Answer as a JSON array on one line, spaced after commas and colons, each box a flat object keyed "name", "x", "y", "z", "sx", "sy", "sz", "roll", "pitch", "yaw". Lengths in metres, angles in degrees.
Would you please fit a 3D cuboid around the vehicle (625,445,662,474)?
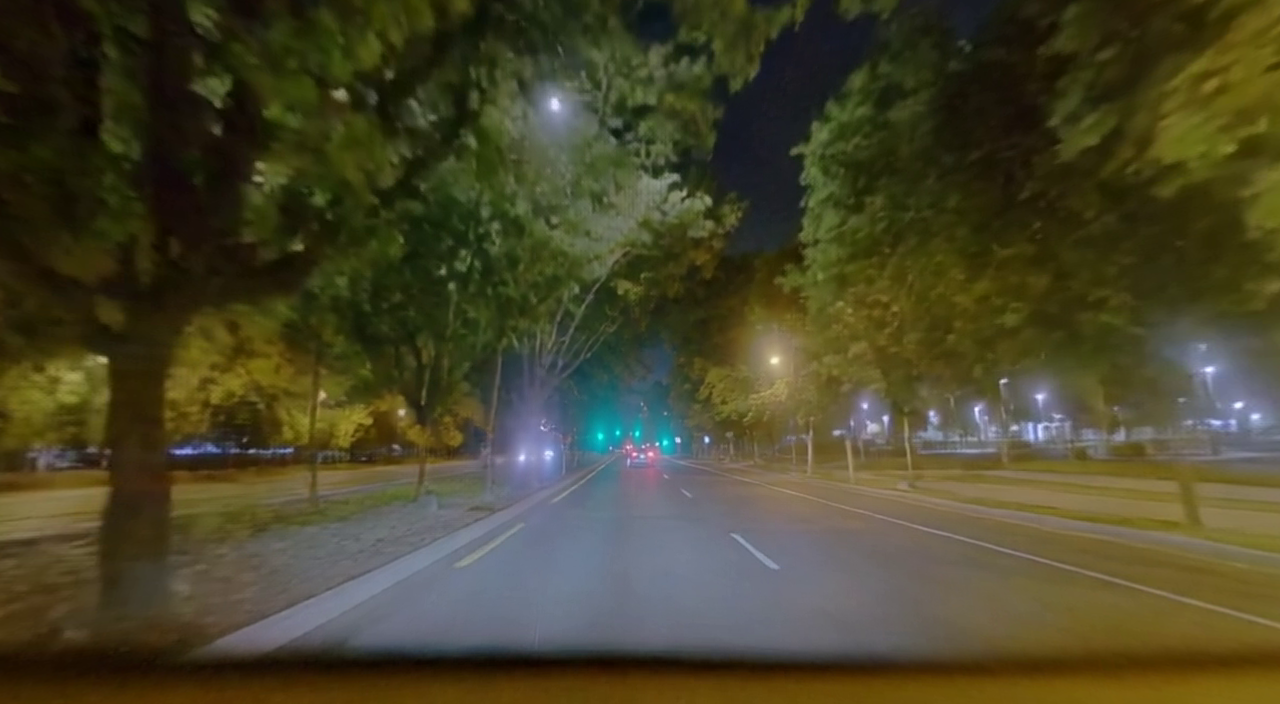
[{"name": "vehicle", "x": 0.151, "y": 6.377, "z": 37.597, "sx": 2.048, "sy": 1.584, "sz": 4.393, "roll": 1, "pitch": -9, "yaw": -1}]
